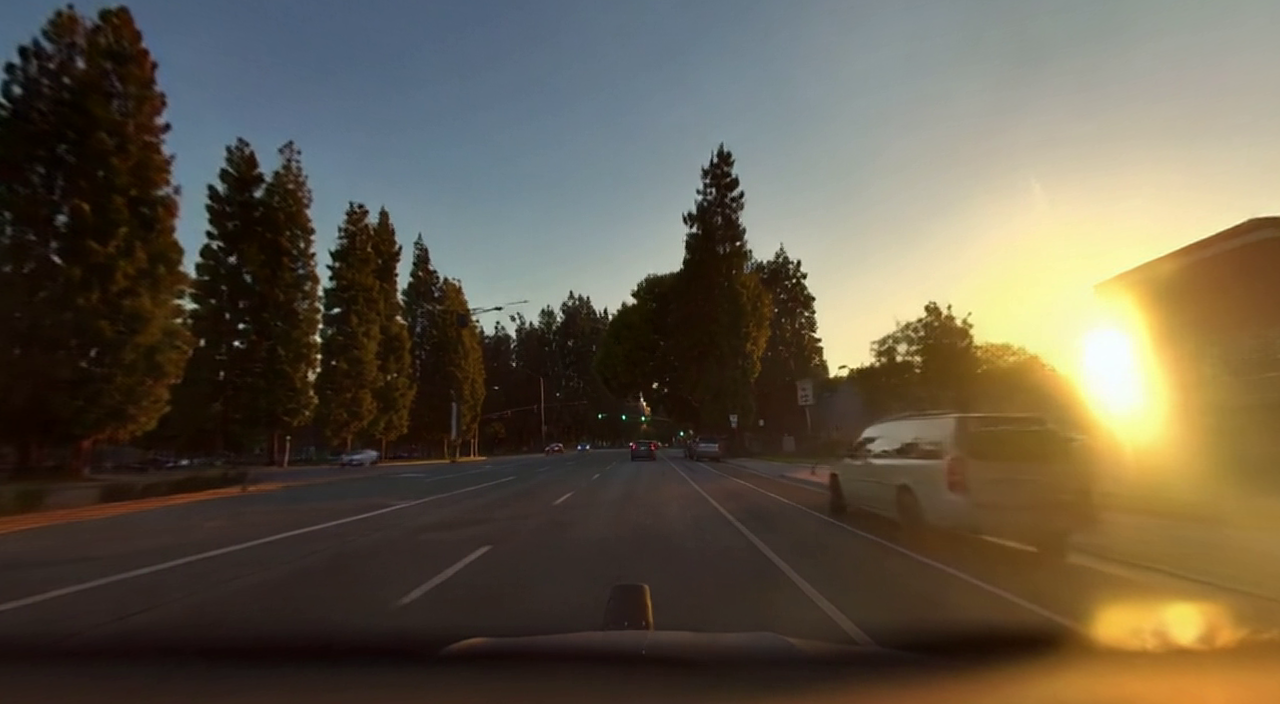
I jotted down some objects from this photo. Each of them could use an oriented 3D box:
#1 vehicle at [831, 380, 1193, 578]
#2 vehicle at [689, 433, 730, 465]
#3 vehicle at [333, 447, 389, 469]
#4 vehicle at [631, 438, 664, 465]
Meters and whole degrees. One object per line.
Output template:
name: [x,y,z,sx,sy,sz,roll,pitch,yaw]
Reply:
vehicle: [4.118,1.493,8.067,2.109,1.838,4.204,0,-8,2]
vehicle: [4.833,6.814,44.535,2.162,2.080,6.515,0,-8,0]
vehicle: [-20.707,7.870,46.937,2.005,1.470,4.520,0,-8,2]
vehicle: [0.506,6.806,43.149,2.169,1.751,4.276,0,-8,1]
